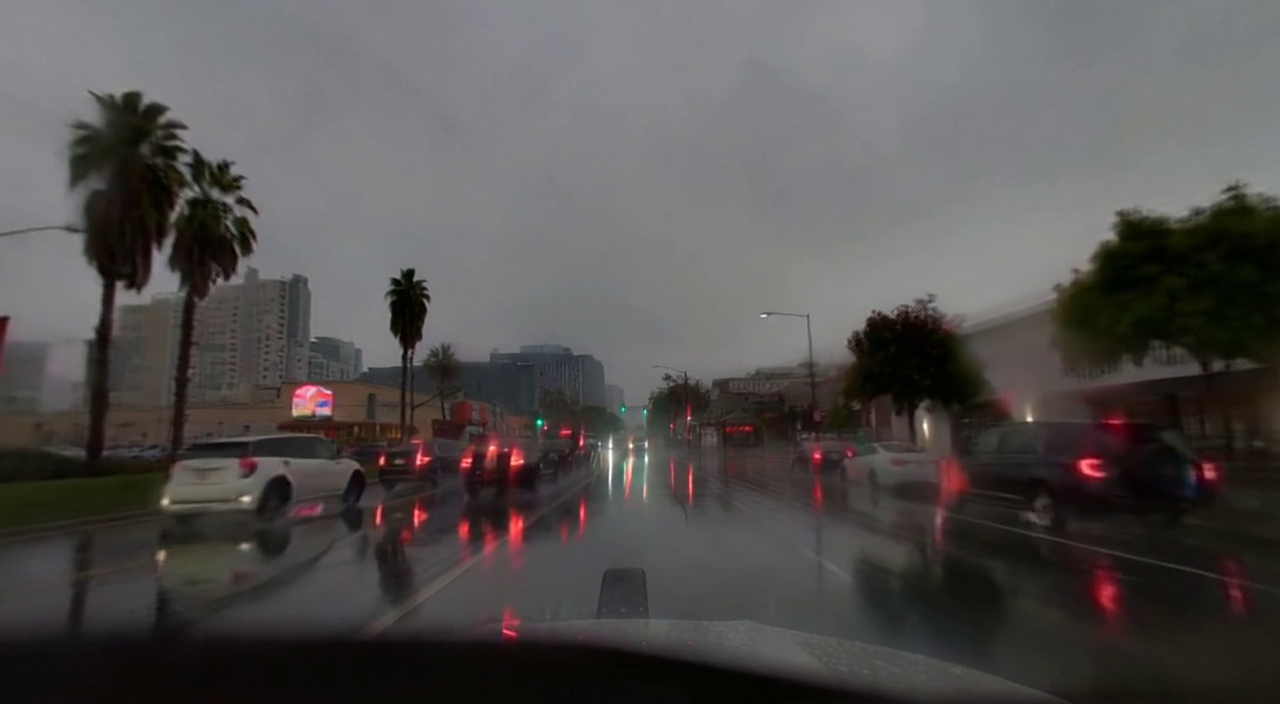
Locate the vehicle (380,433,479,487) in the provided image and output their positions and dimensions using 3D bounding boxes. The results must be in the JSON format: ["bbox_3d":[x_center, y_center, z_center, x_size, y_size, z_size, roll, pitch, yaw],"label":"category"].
[{"bbox_3d":[-6.606,3.435,20.301,1.668,1.525,4.168,0,-9,1],"label":"vehicle"}]

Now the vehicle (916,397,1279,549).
[{"bbox_3d":[7.329,1.991,11.093,2.256,1.936,5.838,0,-9,0],"label":"vehicle"}]

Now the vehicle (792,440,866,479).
[{"bbox_3d":[7.801,4.470,26.441,1.888,1.496,4.294,0,-9,2],"label":"vehicle"}]

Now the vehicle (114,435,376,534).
[{"bbox_3d":[-7.002,2.360,11.906,2.071,1.501,4.339,0,-9,1],"label":"vehicle"}]

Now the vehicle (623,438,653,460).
[{"bbox_3d":[-0.081,7.042,45.874,2.092,1.497,4.446,0,-9,1],"label":"vehicle"}]

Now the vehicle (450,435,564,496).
[{"bbox_3d":[-3.500,3.103,17.582,2.044,1.462,4.624,0,-9,2],"label":"vehicle"}]

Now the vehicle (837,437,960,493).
[{"bbox_3d":[7.844,3.455,19.631,1.985,1.549,4.404,0,-9,1],"label":"vehicle"}]

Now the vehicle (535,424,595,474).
[{"bbox_3d":[-3.258,4.343,28.271,2.158,2.040,4.511,0,-9,0],"label":"vehicle"}]
